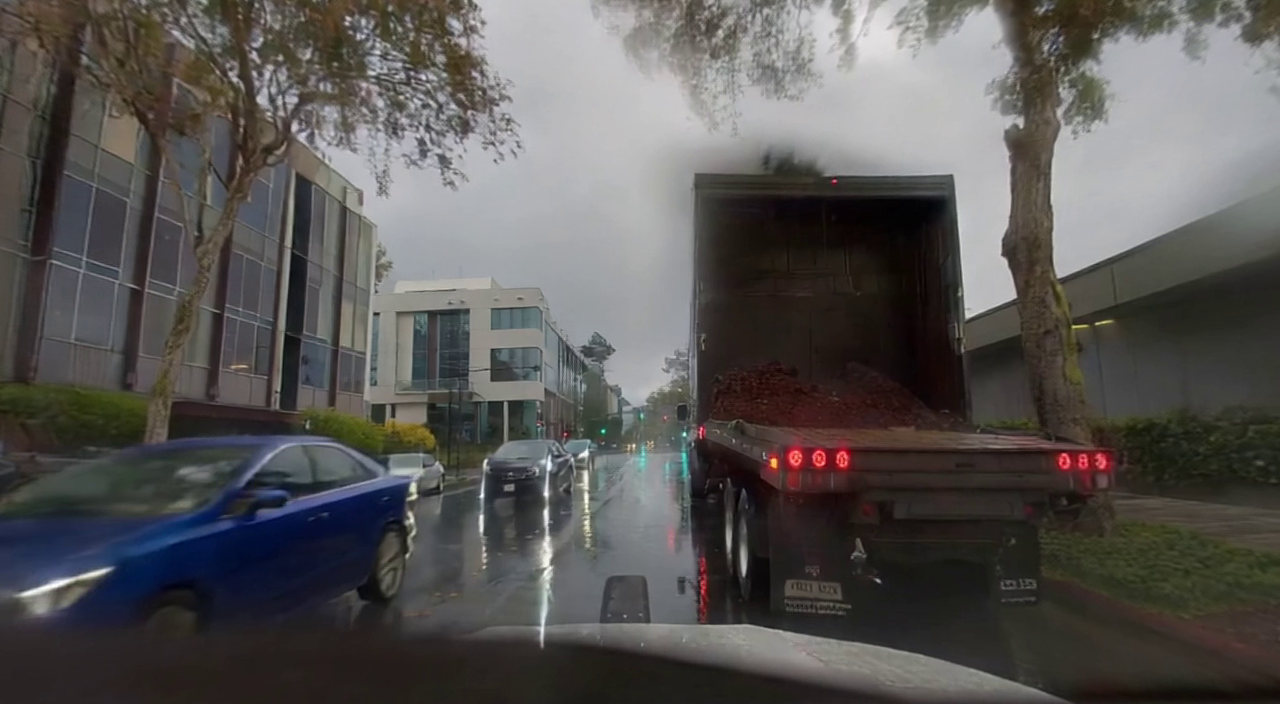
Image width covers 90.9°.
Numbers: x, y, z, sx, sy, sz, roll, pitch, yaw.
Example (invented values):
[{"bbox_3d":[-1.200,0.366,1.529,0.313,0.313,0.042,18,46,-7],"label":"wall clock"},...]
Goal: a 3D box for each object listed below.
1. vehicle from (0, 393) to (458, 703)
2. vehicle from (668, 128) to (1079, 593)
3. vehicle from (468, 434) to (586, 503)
[{"bbox_3d":[-3.161,1.250,4.493,2.183,1.563,4.257,-1,-8,4],"label":"vehicle"},{"bbox_3d":[2.506,0.821,11.265,3.320,4.034,11.553,-1,-8,6],"label":"vehicle"},{"bbox_3d":[-2.935,3.158,17.590,2.311,1.631,4.510,0,-8,2],"label":"vehicle"}]
